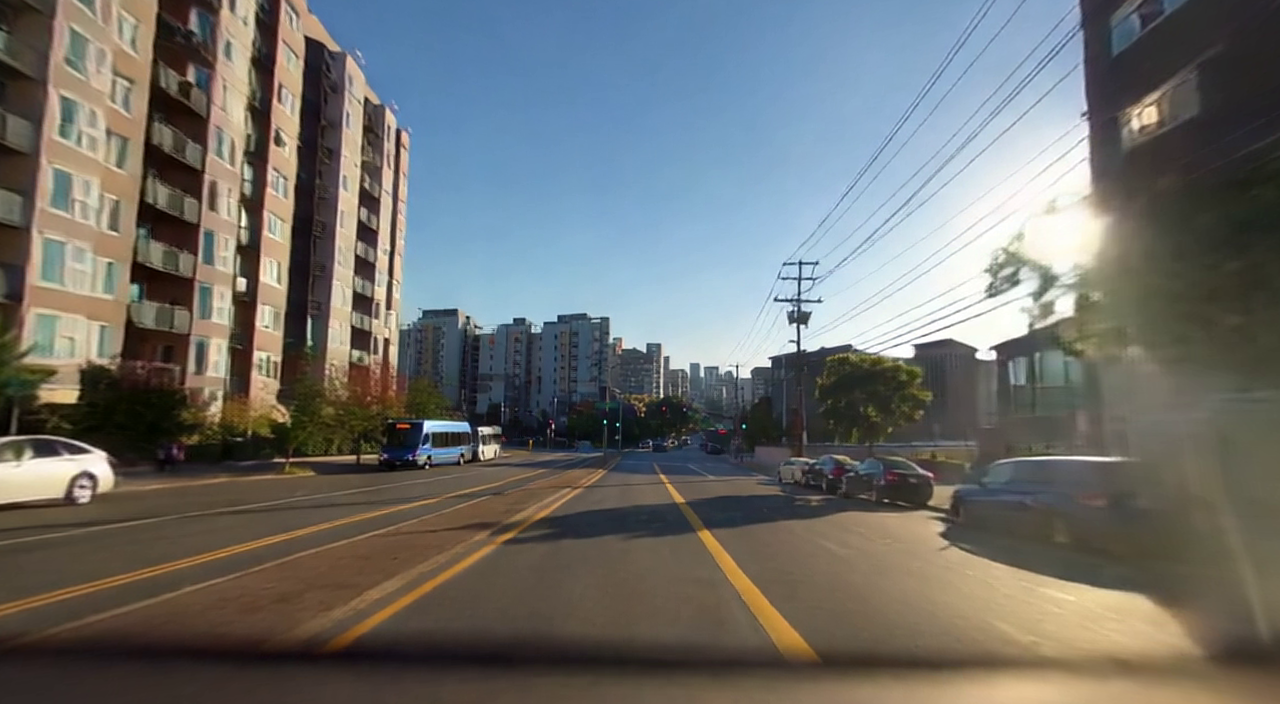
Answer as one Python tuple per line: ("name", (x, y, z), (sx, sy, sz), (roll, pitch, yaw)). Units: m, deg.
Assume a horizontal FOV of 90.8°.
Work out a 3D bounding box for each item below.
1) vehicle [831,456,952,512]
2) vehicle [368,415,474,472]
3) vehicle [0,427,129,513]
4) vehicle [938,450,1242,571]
("vehicle", (7.862, 4.144, 20.336), (1.997, 1.517, 4.755), (0, -9, 1))
("vehicle", (-14.050, 6.054, 41.745), (3.060, 3.307, 9.997), (0, -9, 2))
("vehicle", (-14.470, 2.618, 14.167), (2.107, 1.771, 4.871), (0, -9, -3))
("vehicle", (7.759, 2.703, 11.739), (2.143, 1.731, 4.781), (0, -9, 1))
